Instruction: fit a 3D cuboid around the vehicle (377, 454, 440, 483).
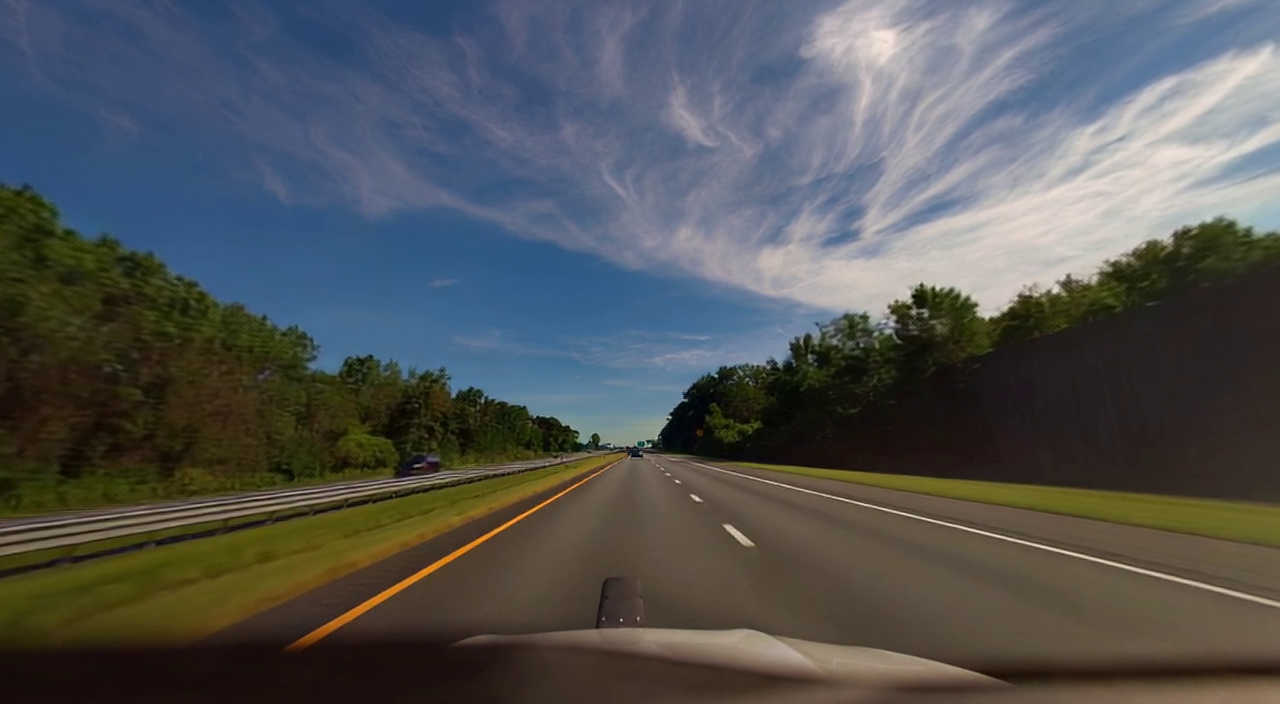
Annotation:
[{"bbox_3d":[-12.962,6.540,35.652,1.848,1.445,4.412,0,-9,1],"label":"vehicle"}]
